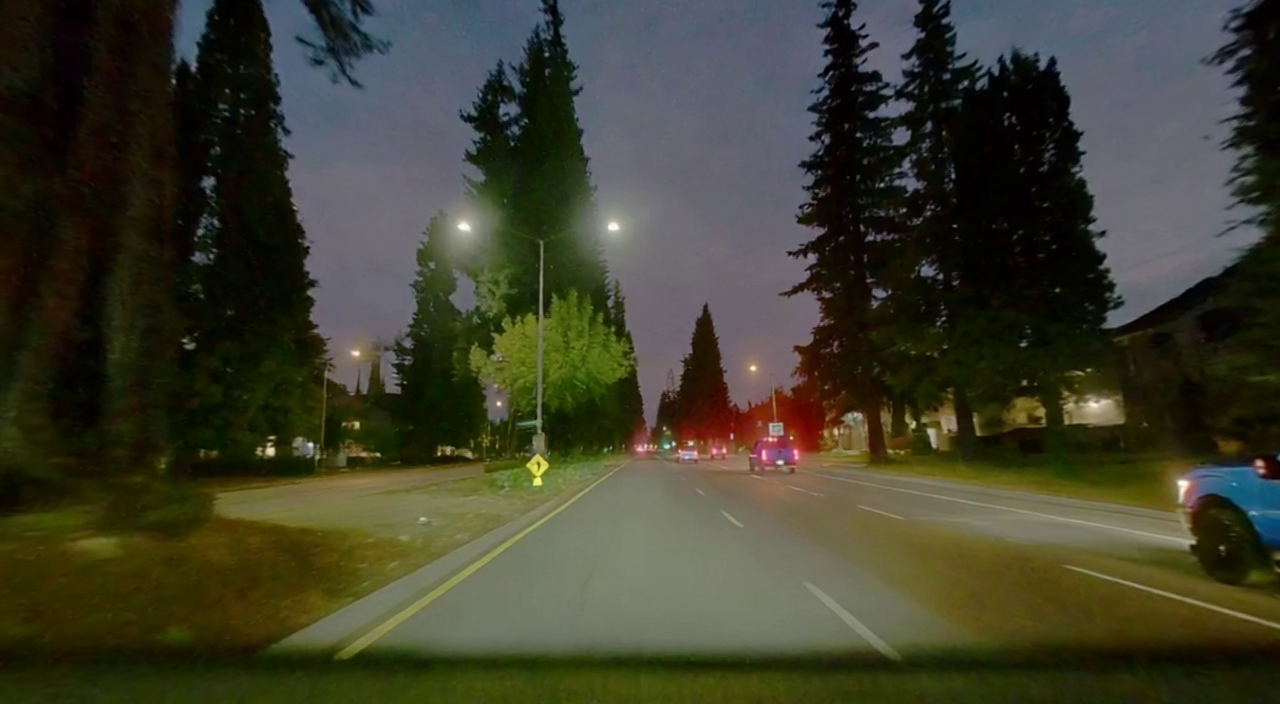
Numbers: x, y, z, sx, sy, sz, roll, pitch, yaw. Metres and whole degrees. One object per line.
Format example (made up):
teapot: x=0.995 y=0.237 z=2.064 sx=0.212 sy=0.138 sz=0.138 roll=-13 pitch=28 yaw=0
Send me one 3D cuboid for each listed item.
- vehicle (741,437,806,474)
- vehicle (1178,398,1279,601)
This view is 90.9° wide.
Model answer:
vehicle: x=6.905 y=5.456 z=33.374 sx=2.262 sy=1.769 sz=5.666 roll=0 pitch=-8 yaw=0
vehicle: x=6.342 y=1.037 z=3.958 sx=1.991 sy=1.684 sz=4.425 roll=0 pitch=-8 yaw=0
